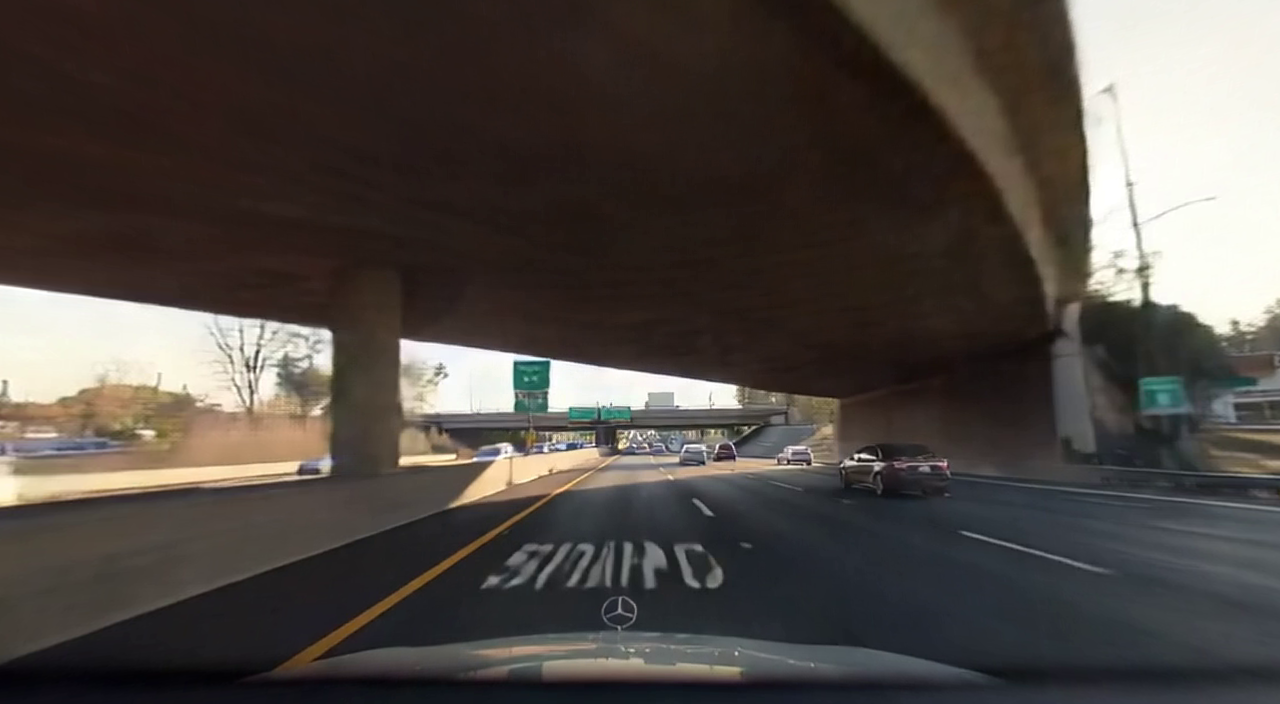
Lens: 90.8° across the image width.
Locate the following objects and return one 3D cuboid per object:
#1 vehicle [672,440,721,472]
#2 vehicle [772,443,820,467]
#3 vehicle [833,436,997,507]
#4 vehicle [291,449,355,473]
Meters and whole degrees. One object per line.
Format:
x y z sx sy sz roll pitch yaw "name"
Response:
2.844 5.395 33.000 1.993 1.507 4.594 0 -8 -2 "vehicle"
9.779 6.487 39.944 1.838 1.440 4.121 0 -8 -2 "vehicle"
6.567 2.884 15.764 1.952 1.489 4.483 0 -8 -2 "vehicle"
-21.059 7.250 42.195 1.836 1.481 4.514 0 -8 1 "vehicle"
